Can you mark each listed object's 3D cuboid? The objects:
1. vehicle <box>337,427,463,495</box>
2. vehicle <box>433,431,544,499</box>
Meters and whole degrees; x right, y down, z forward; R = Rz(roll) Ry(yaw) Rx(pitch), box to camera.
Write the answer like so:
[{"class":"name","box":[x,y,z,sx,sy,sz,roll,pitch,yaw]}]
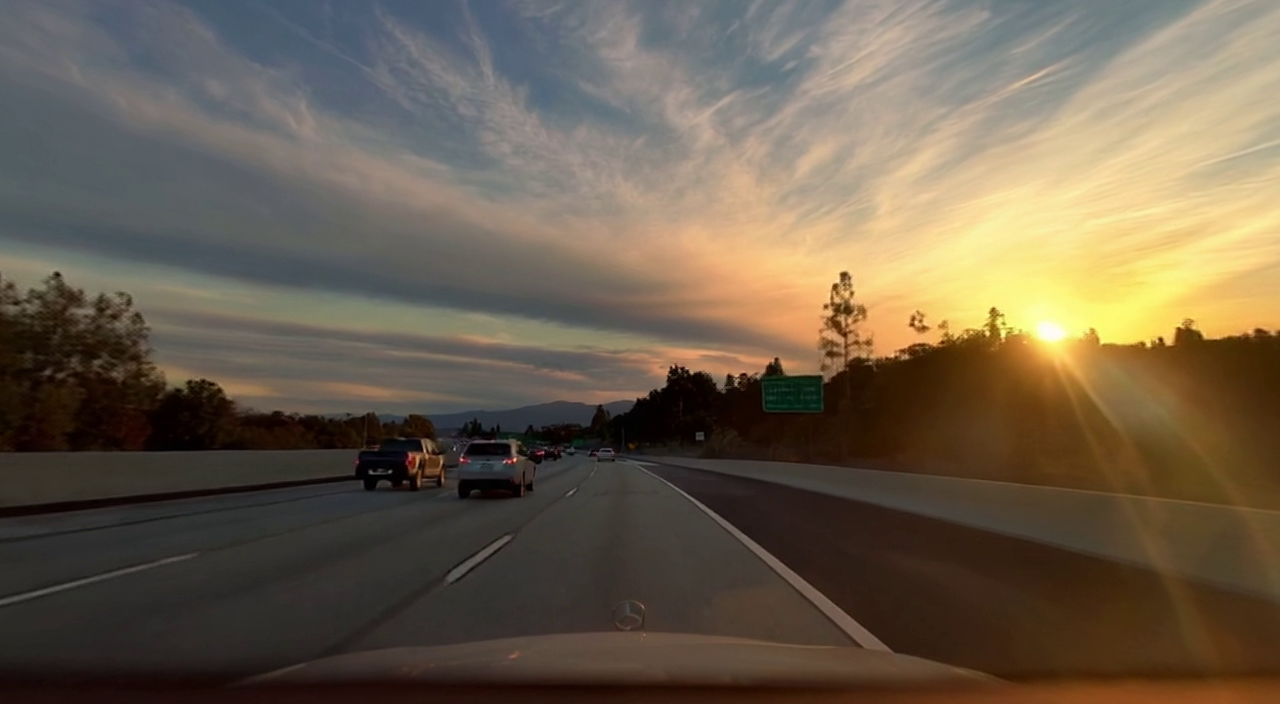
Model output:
[{"class":"vehicle","box":[-7.744,3.570,20.981,2.160,1.949,5.293,0,-9,-1]},{"class":"vehicle","box":[-4.379,3.354,19.085,2.142,1.789,5.009,0,-9,-1]}]
